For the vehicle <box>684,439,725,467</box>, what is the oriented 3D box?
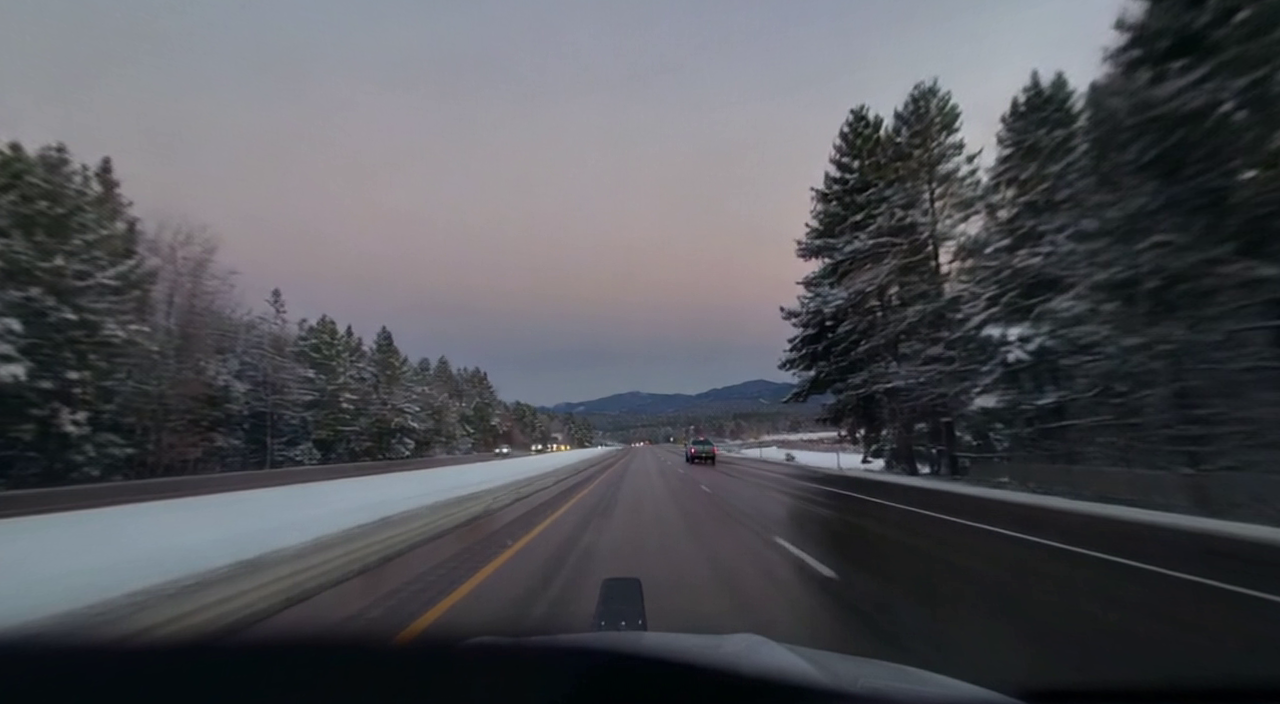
[{"bbox_3d":[3.992,6.360,39.727,2.157,1.640,4.056,0,-8,0],"label":"vehicle"}]
